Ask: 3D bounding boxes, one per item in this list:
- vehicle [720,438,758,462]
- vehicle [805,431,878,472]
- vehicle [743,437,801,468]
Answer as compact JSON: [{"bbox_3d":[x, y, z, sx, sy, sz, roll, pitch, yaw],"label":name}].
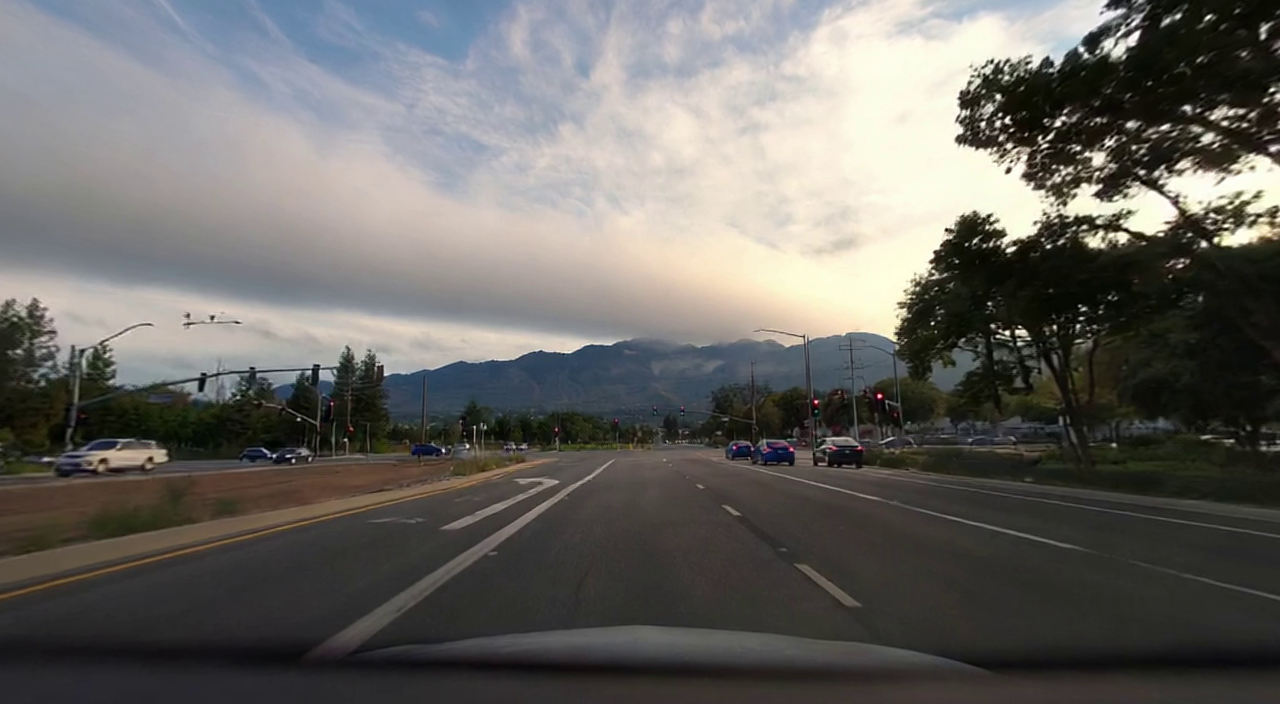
[{"bbox_3d":[6.857,6.836,44.221,1.899,1.570,4.666,0,-8,0],"label":"vehicle"},{"bbox_3d":[9.440,4.708,30.034,1.977,1.773,4.646,0,-8,1],"label":"vehicle"},{"bbox_3d":[6.916,5.322,33.604,1.990,1.480,4.624,0,-8,-1],"label":"vehicle"}]
